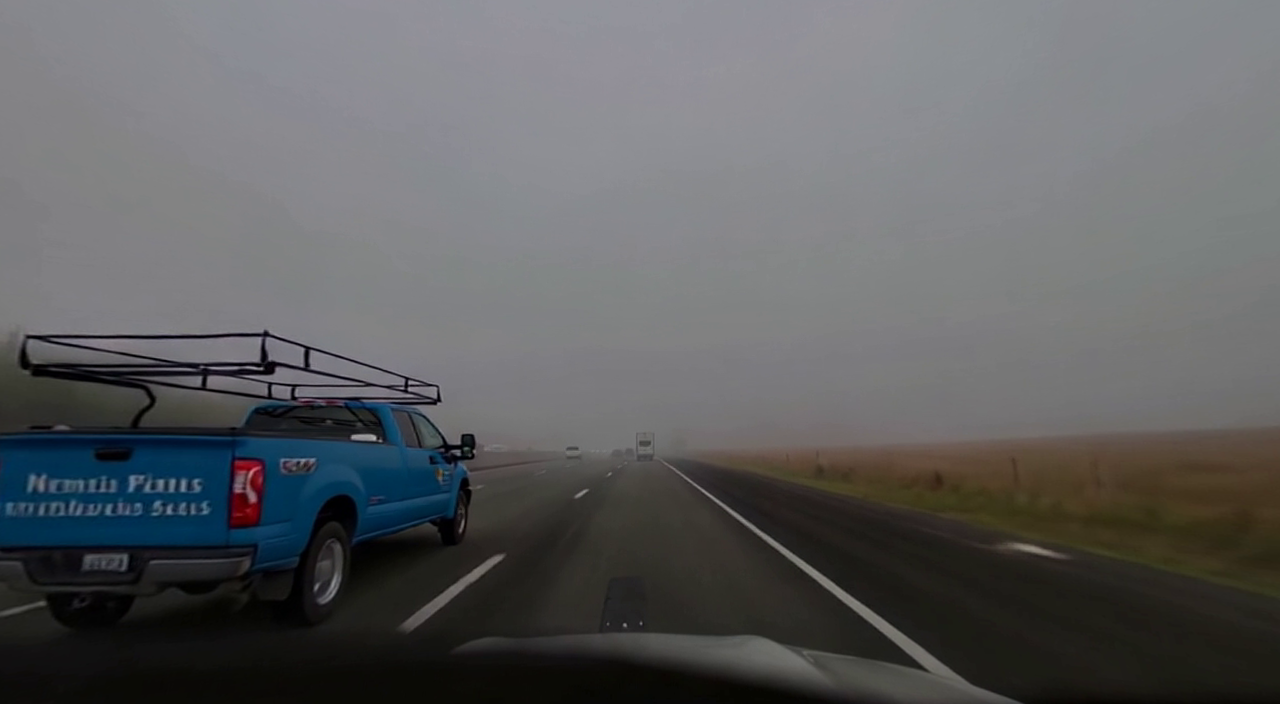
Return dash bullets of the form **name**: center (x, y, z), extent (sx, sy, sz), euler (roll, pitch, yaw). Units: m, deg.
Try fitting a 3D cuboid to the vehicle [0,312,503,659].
- **vehicle**: center (-3.835, 1.360, 7.658), extent (2.791, 2.330, 6.725), euler (0, -8, 0)
